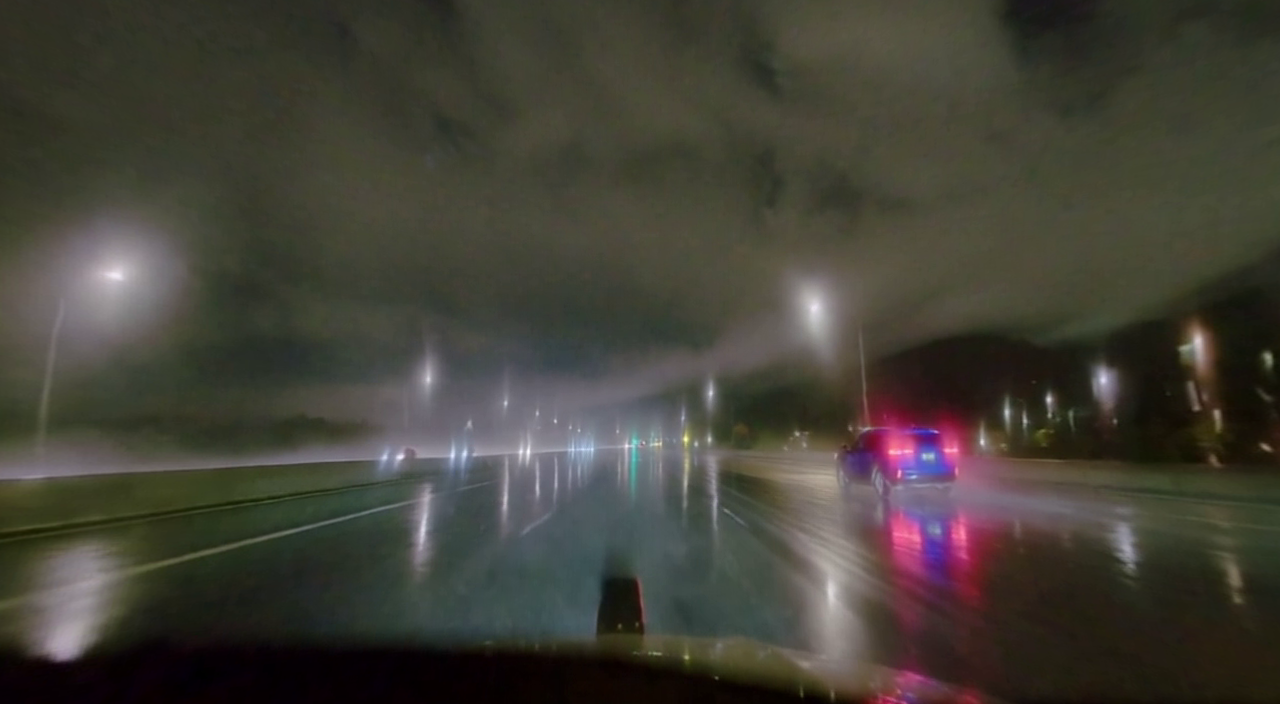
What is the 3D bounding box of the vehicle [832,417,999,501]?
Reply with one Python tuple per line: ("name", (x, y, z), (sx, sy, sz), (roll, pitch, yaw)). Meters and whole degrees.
("vehicle", (7.005, 2.789, 16.767), (2.222, 1.899, 4.595), (0, -8, -1))
